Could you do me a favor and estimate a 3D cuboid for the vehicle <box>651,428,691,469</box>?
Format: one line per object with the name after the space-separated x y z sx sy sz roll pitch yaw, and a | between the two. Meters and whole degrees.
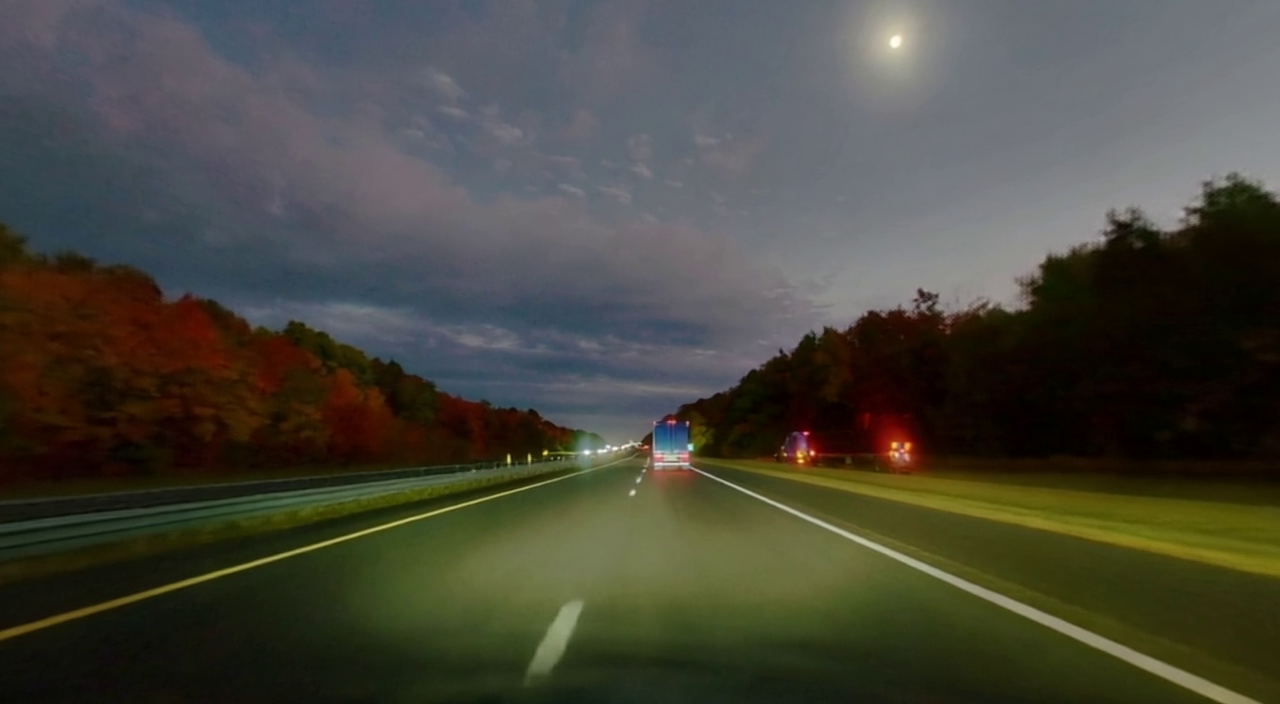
2.320 7.578 49.135 2.697 2.980 6.749 0 -9 0 | vehicle
